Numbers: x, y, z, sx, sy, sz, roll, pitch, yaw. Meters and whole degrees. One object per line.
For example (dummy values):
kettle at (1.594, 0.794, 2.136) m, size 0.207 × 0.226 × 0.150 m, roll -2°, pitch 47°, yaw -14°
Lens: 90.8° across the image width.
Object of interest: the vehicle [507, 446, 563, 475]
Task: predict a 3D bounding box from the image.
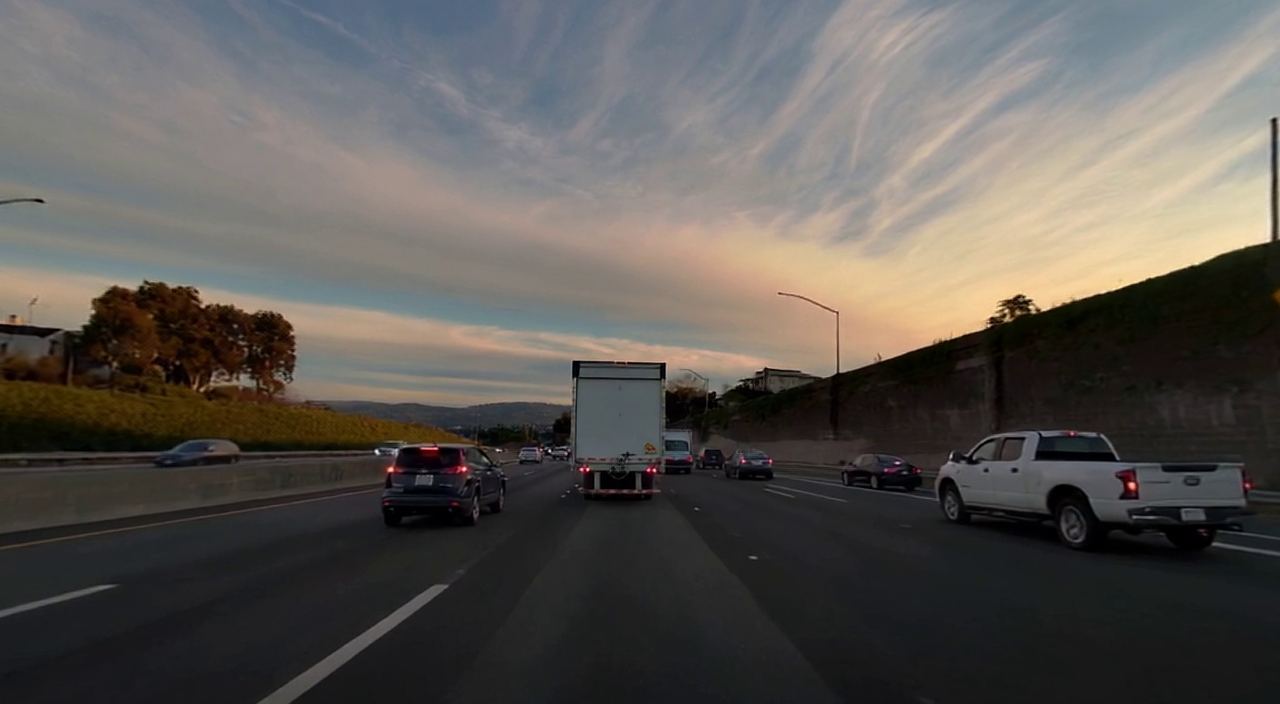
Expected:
vehicle at (-5.779, 6.021, 35.411) m, size 1.973 × 1.471 × 4.779 m, roll -1°, pitch -9°, yaw 4°

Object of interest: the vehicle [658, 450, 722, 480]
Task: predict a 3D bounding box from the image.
vehicle at (2.665, 6.461, 36.807) m, size 3.009 × 1.501 × 8.887 m, roll 0°, pitch -9°, yaw 0°

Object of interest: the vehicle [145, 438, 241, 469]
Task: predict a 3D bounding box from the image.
vehicle at (-23.094, 5.263, 32.861) m, size 1.842 × 1.473 × 4.311 m, roll 0°, pitch -9°, yaw 0°

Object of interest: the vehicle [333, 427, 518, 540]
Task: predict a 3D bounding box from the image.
vehicle at (-3.574, 2.255, 11.456) m, size 1.946 × 1.641 × 4.105 m, roll 0°, pitch -9°, yaw -1°

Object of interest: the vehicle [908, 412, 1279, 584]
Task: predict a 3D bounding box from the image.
vehicle at (6.118, 1.866, 9.021) m, size 2.188 × 1.731 × 5.031 m, roll 0°, pitch -9°, yaw -2°

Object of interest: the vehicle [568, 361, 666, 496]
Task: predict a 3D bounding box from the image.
vehicle at (-0.728, 3.090, 24.466) m, size 2.906 × 4.040 × 10.743 m, roll 0°, pitch -9°, yaw 0°

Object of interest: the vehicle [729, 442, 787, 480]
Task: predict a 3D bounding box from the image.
vehicle at (6.277, 5.854, 34.177) m, size 2.070 × 1.888 × 4.546 m, roll 0°, pitch -9°, yaw -2°
